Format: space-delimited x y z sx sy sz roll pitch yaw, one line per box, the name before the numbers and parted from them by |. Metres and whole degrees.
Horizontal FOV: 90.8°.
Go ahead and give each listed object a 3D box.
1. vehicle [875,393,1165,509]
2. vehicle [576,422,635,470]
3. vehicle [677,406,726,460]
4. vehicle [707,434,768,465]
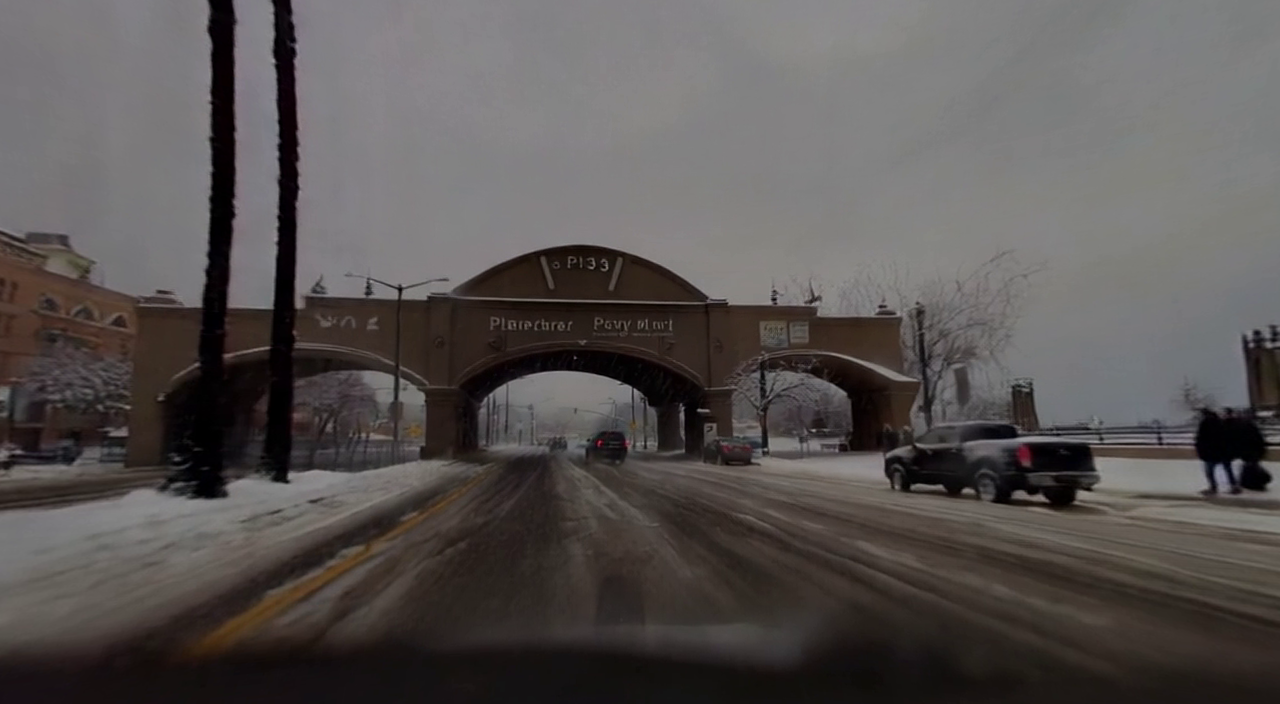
vehicle | 7.878 2.175 14.167 2.417 2.030 5.711 1 -8 -7
vehicle | -1.779 4.426 29.817 2.284 2.010 6.670 1 -8 -7
vehicle | 4.102 5.477 42.734 2.821 3.470 3.590 0 -8 -1
vehicle | 5.083 5.174 33.577 2.015 1.486 4.501 1 -8 -7
